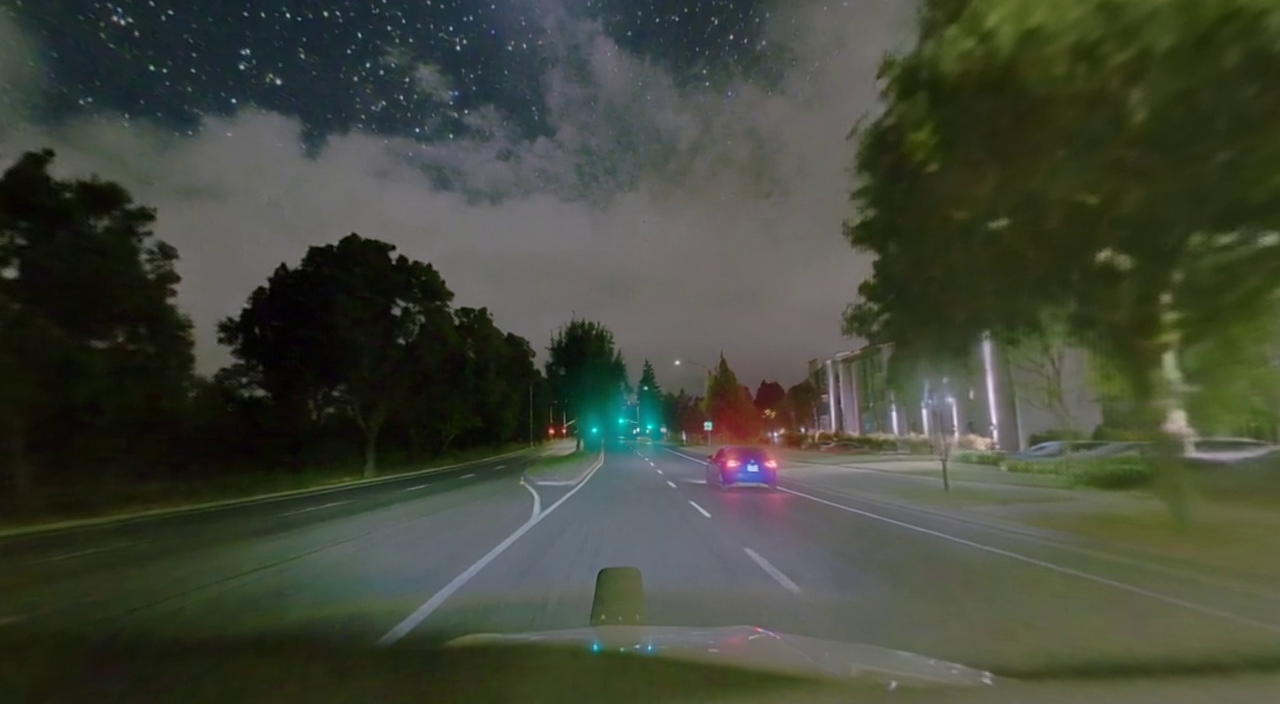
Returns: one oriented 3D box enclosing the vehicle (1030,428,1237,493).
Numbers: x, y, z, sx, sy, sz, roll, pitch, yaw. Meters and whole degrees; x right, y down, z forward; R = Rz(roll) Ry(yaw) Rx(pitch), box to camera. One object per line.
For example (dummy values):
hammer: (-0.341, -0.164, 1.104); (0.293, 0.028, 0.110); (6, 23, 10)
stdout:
vehicle: (19.913, 4.446, 25.730); (6.229, 1.865, 2.595); (-4, -15, -6)

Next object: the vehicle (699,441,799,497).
vehicle: (3.193, 3.546, 19.580); (2.114, 1.493, 4.430); (0, -9, -3)
